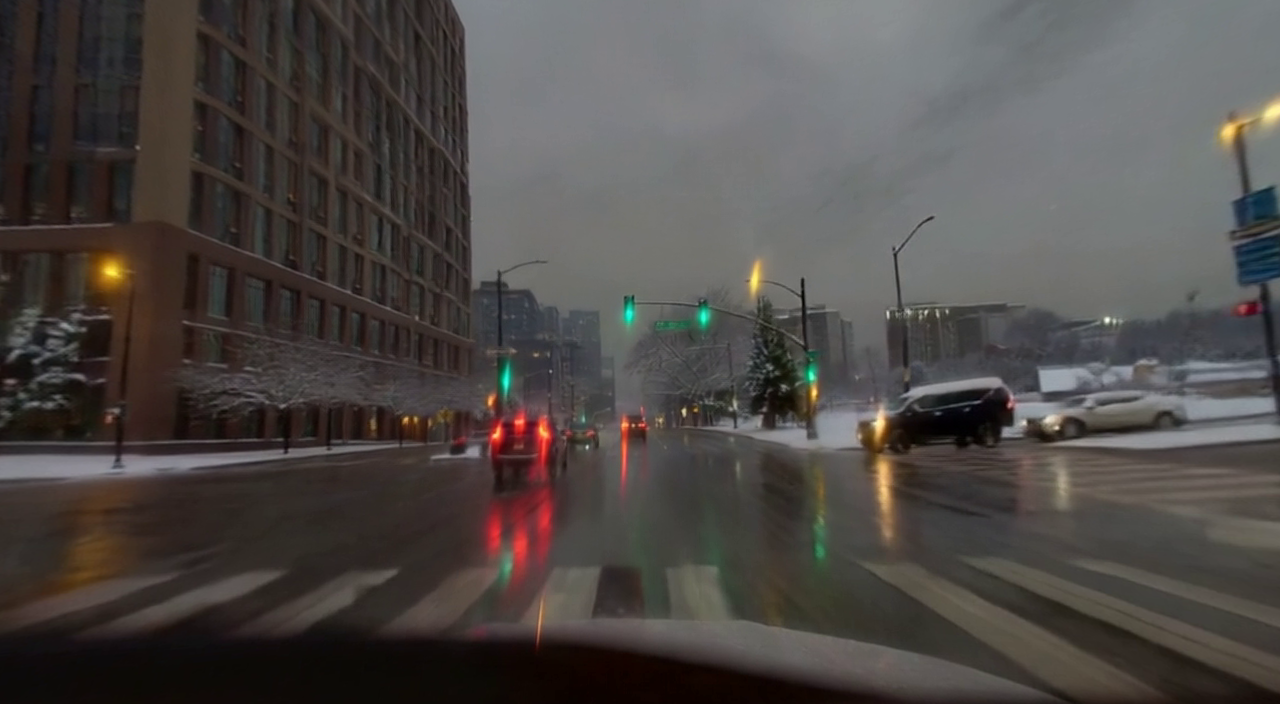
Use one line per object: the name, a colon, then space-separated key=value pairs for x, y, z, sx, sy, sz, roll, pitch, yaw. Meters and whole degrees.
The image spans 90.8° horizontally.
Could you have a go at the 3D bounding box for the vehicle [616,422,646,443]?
vehicle: x=-0.700 y=5.806 z=45.289 sx=2.095 sy=1.438 sz=3.843 roll=0 pitch=-8 yaw=-2

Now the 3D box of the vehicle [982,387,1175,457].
vehicle: x=13.133 y=2.106 z=19.146 sx=4.328 sy=1.742 sz=1.942 roll=-3 pitch=-6 yaw=-2

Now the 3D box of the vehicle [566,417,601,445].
vehicle: x=-3.841 y=5.492 z=43.562 sx=2.152 sy=1.802 sz=4.628 roll=0 pitch=-8 yaw=-2

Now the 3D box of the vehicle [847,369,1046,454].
vehicle: x=11.753 y=2.338 z=24.631 sx=6.233 sy=2.668 sz=2.627 roll=-4 pitch=-7 yaw=-3

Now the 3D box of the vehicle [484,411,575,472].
vehicle: x=-3.389 y=2.869 z=20.294 sx=2.116 sy=1.725 sz=4.315 roll=-1 pitch=-8 yaw=0
